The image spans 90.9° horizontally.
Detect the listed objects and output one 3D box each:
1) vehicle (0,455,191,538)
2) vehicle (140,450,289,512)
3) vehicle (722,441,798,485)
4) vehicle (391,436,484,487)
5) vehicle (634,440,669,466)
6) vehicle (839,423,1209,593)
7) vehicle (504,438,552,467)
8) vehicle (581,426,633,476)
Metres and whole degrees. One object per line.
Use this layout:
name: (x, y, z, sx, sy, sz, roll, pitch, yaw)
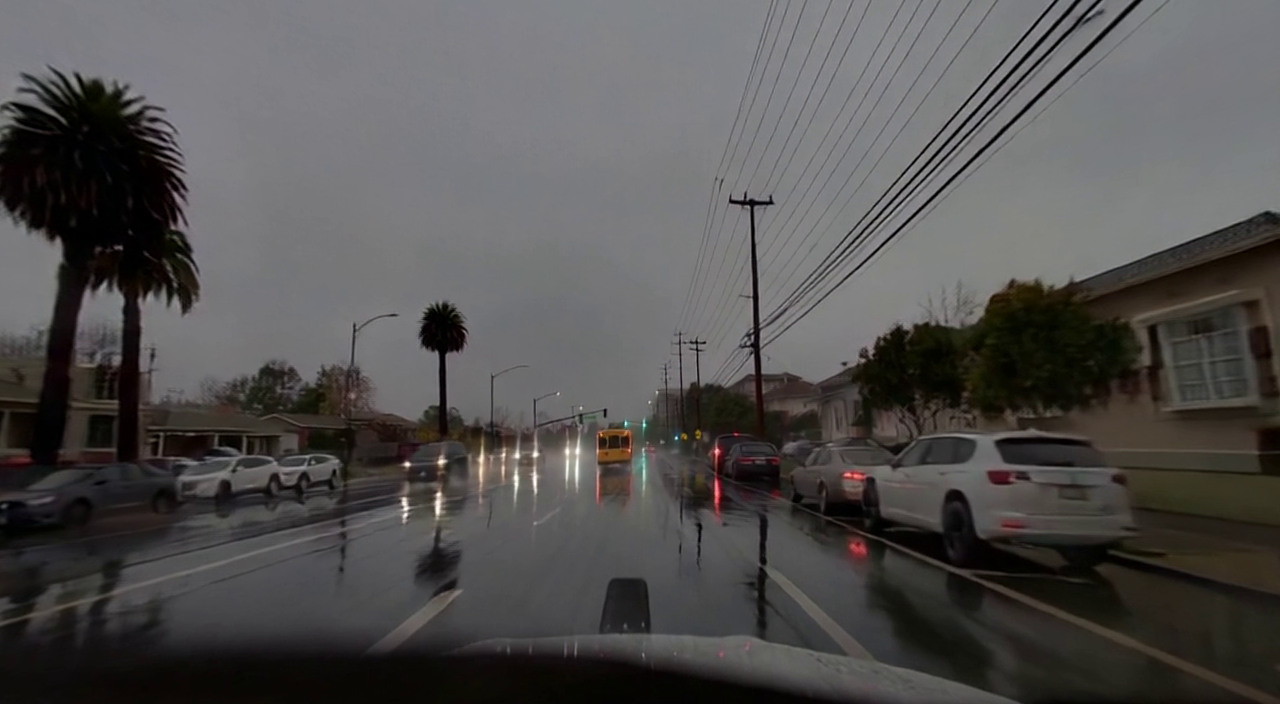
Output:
vehicle: (-13.671, 3.438, 15.538, 1.979, 1.509, 4.763, -3, -7, -4)
vehicle: (-14.193, 4.283, 21.443, 2.041, 1.643, 4.665, -6, -9, -3)
vehicle: (4.342, 4.077, 23.636, 1.838, 1.458, 4.750, 0, -8, -1)
vehicle: (-7.887, 4.289, 25.133, 2.096, 1.798, 4.831, 0, -8, 0)
vehicle: (0.738, 6.302, 39.407, 2.063, 1.495, 3.849, 0, -8, 2)
vehicle: (4.202, 1.741, 7.952, 1.946, 1.530, 4.240, 0, -8, -1)
vehicle: (-8.498, 7.657, 48.404, 2.653, 1.964, 5.699, -3, -8, 0)
vehicle: (-1.476, 4.455, 28.593, 2.168, 2.040, 4.527, 0, -8, -2)
